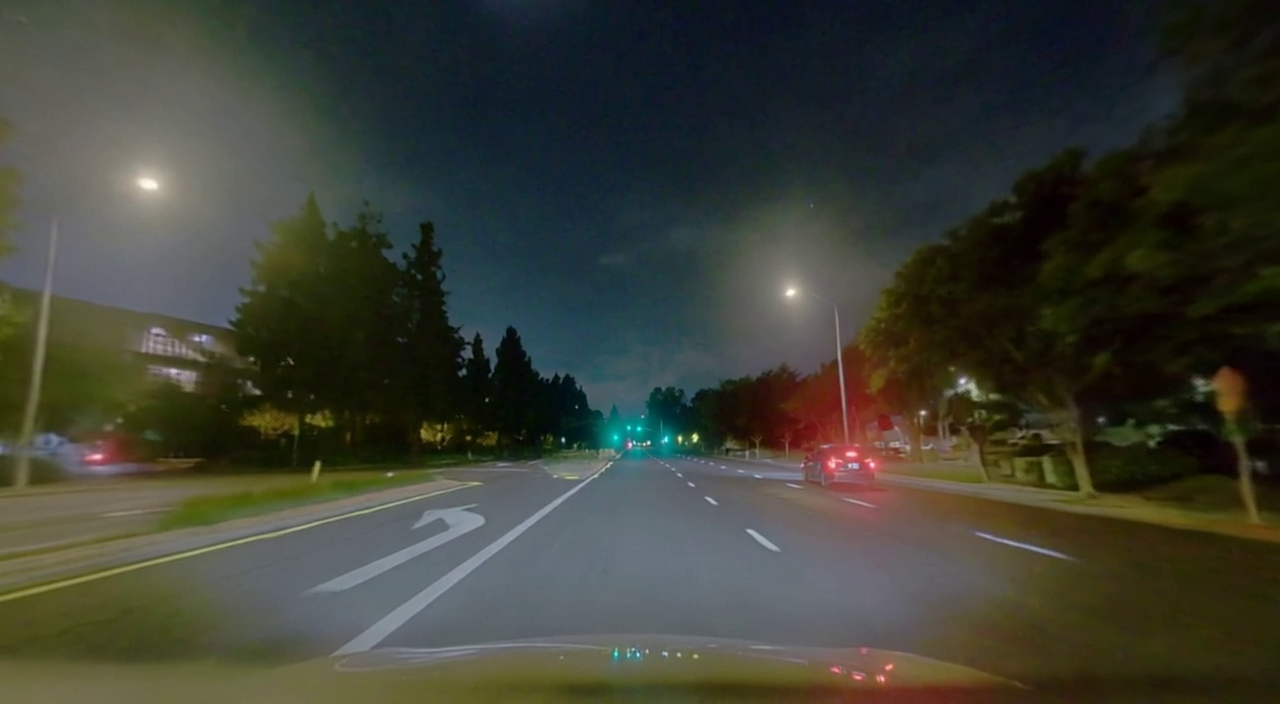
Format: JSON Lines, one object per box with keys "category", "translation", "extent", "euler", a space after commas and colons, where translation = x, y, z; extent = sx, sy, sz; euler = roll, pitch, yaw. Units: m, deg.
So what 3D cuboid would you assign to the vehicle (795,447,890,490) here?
{"category": "vehicle", "translation": [7.458, 4.307, 23.726], "extent": [2.054, 1.421, 4.487], "euler": [0, -8, -1]}
